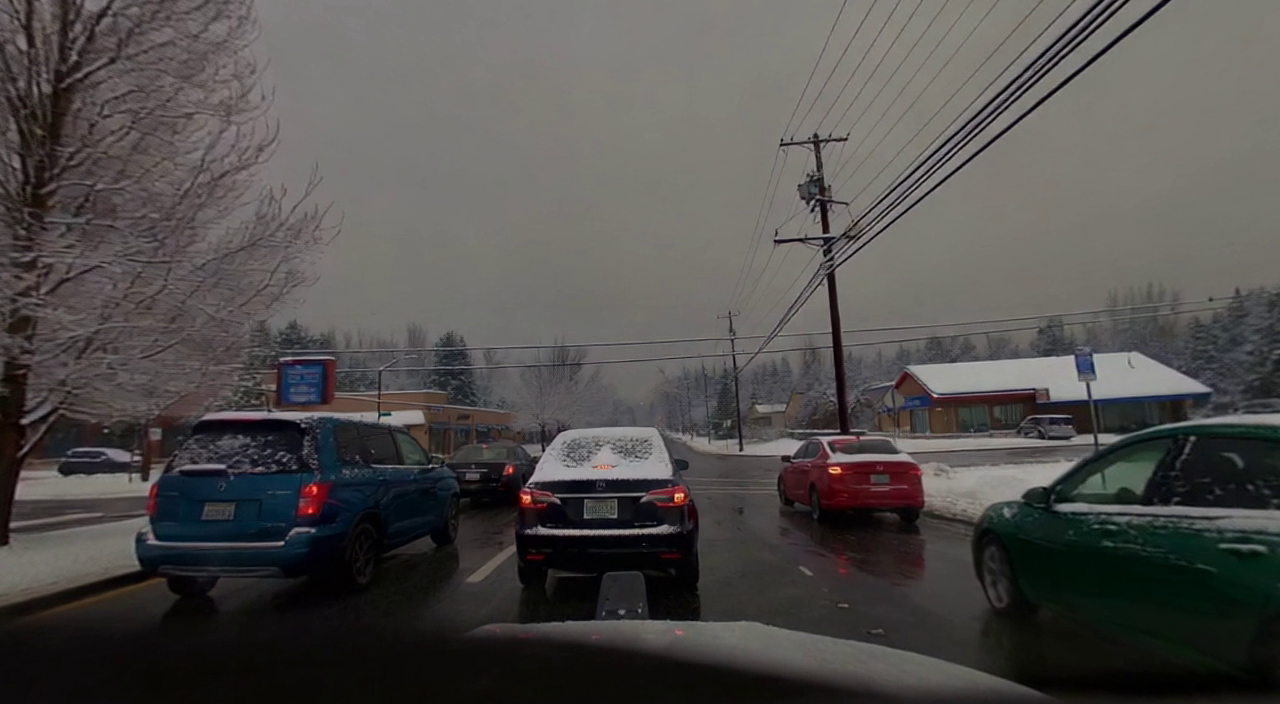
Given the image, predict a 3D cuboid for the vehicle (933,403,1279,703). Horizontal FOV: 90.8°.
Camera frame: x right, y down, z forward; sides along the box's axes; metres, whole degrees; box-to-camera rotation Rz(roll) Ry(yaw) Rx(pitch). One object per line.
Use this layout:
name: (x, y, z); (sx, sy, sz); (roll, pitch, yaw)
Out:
vehicle: (3.643, 1.077, 3.391); (1.929, 1.479, 4.723); (0, -9, 1)

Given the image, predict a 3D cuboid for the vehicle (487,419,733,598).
vehicle: (-0.316, 1.631, 7.402); (2.097, 1.511, 3.809); (0, -9, -2)

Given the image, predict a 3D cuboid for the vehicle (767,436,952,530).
vehicle: (3.918, 2.401, 12.215); (1.909, 1.473, 4.361); (0, -9, -1)

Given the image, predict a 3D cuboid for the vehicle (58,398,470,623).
vehicle: (-3.443, 1.524, 7.010); (1.979, 1.697, 4.254); (0, -9, -1)
